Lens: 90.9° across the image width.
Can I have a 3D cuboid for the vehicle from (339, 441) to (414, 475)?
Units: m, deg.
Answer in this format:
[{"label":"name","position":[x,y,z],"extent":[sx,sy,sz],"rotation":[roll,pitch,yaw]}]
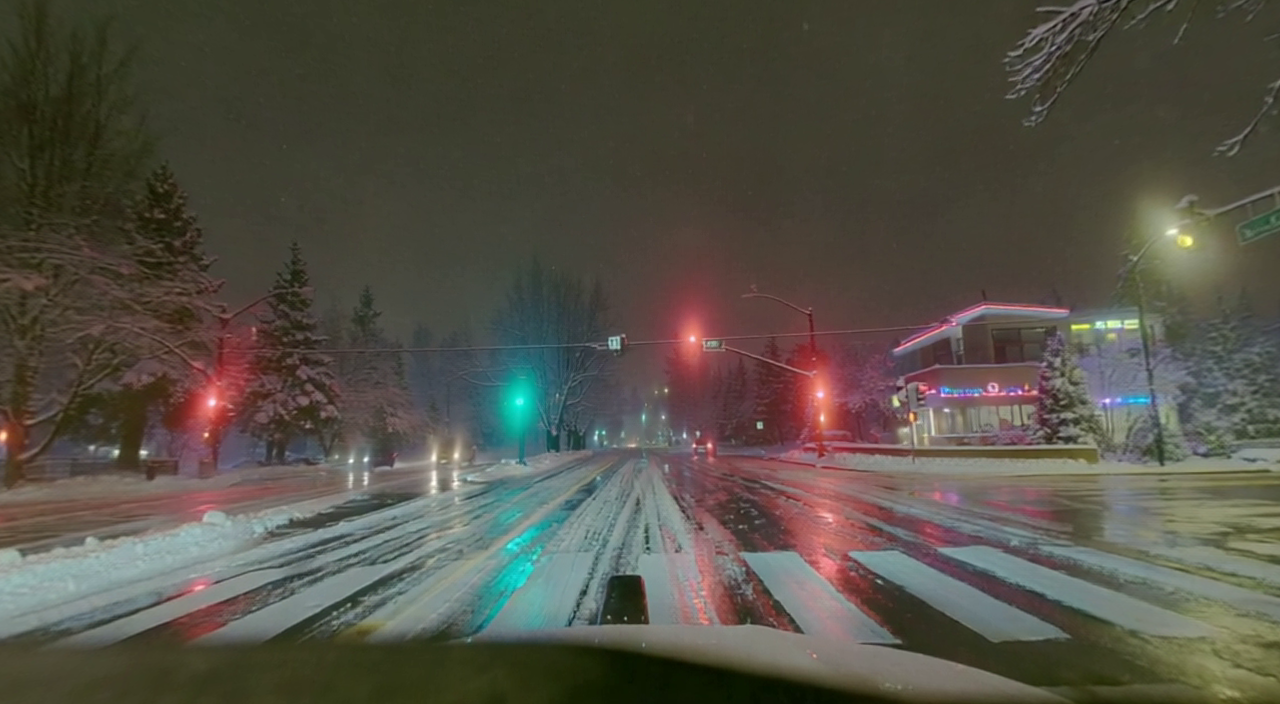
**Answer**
[{"label":"vehicle","position":[-14.828,5.973,35.748],"extent":[2.169,1.753,4.640],"rotation":[0,-8,1]}]
